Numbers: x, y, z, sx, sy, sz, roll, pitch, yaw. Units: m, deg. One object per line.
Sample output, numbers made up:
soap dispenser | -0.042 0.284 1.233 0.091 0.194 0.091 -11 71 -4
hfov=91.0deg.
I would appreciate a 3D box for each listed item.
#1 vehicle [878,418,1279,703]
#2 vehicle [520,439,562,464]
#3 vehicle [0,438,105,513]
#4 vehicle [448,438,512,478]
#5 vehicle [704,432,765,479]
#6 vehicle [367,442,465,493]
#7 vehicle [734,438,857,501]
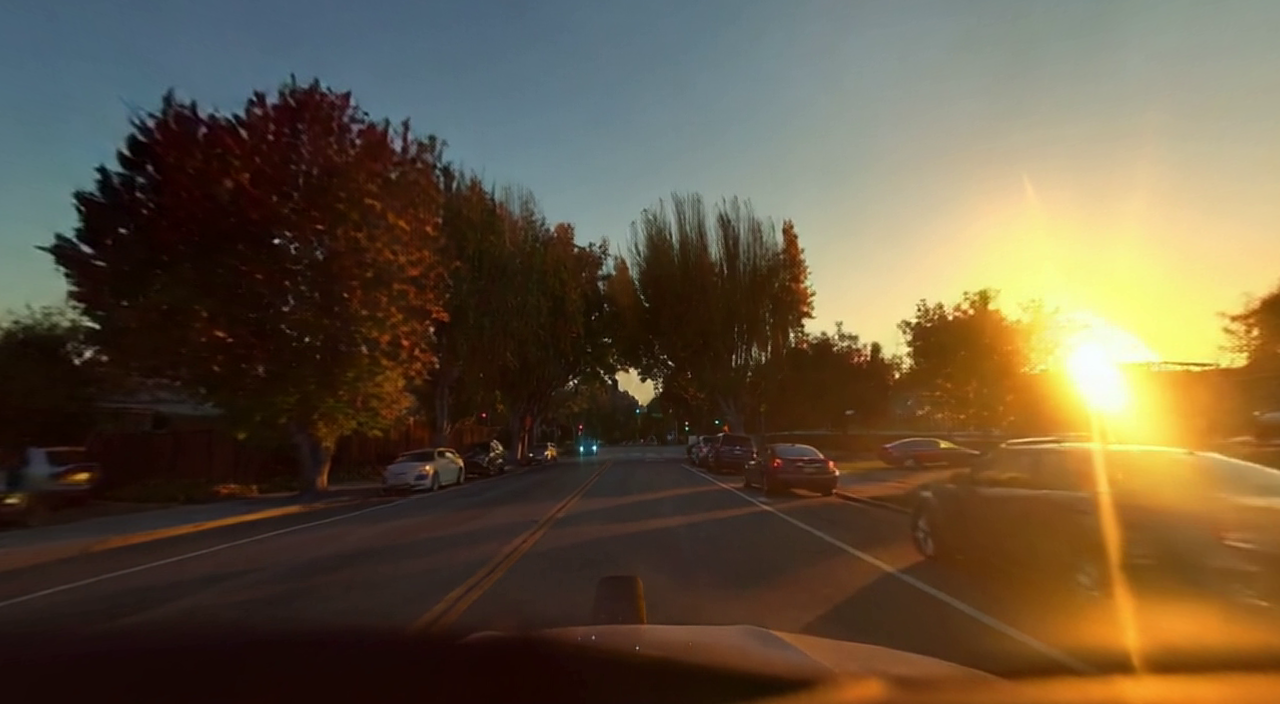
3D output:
vehicle | 4.026 1.414 5.529 2.005 1.466 4.767 0 -8 0
vehicle | -7.313 7.377 46.870 2.150 1.766 5.483 0 -8 1
vehicle | -14.157 2.621 13.469 1.921 1.518 3.799 0 -9 2
vehicle | -7.541 5.035 30.168 1.994 1.718 4.518 0 -8 -1
vehicle | 3.887 4.308 26.606 1.908 1.788 4.397 0 -8 1
vehicle | -7.526 3.879 21.548 1.976 1.554 3.654 0 -8 1
vehicle | 3.918 3.025 16.671 2.036 1.405 4.312 0 -8 -2
